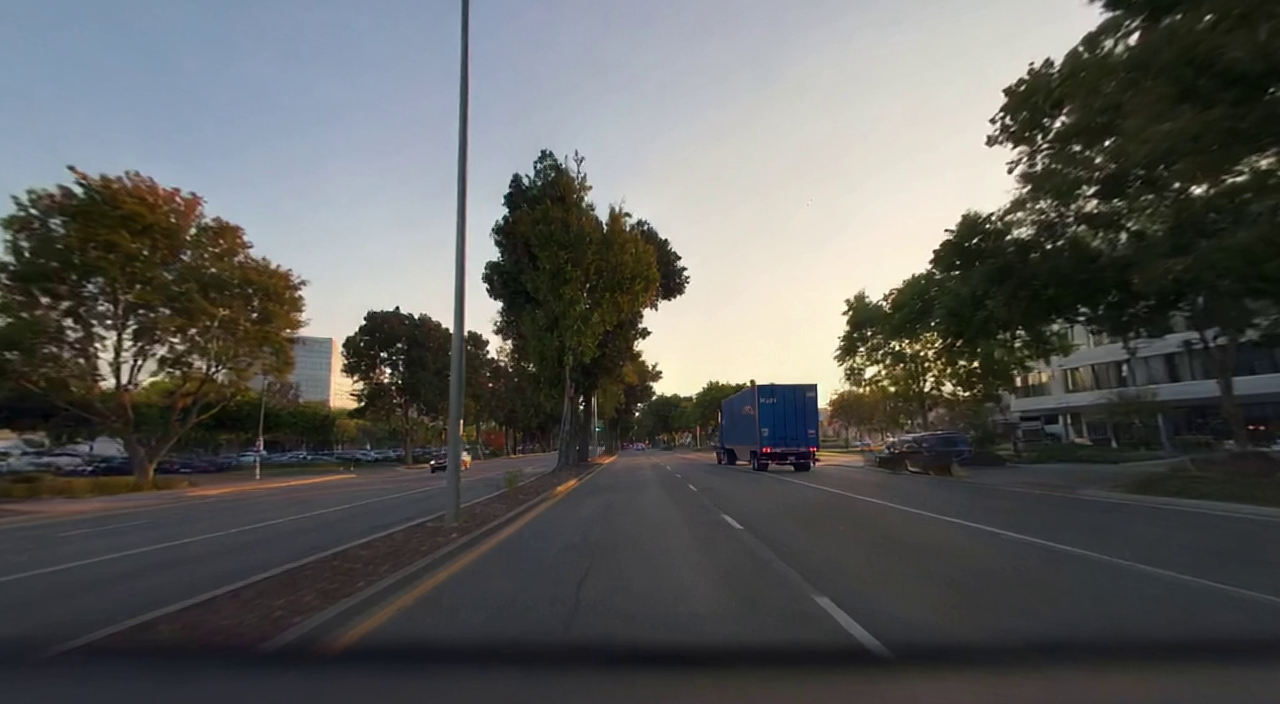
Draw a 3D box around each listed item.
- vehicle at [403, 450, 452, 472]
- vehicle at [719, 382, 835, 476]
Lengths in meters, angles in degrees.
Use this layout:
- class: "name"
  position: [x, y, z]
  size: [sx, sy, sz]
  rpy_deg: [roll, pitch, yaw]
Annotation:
- class: "vehicle"
  position: [-15.584, 7.983, 46.619]
  size: [1.901, 1.487, 4.711]
  rpy_deg: [0, -8, 1]
- class: "vehicle"
  position: [6.312, 3.982, 31.556]
  size: [3.120, 3.794, 11.510]
  rpy_deg: [0, -8, 0]
